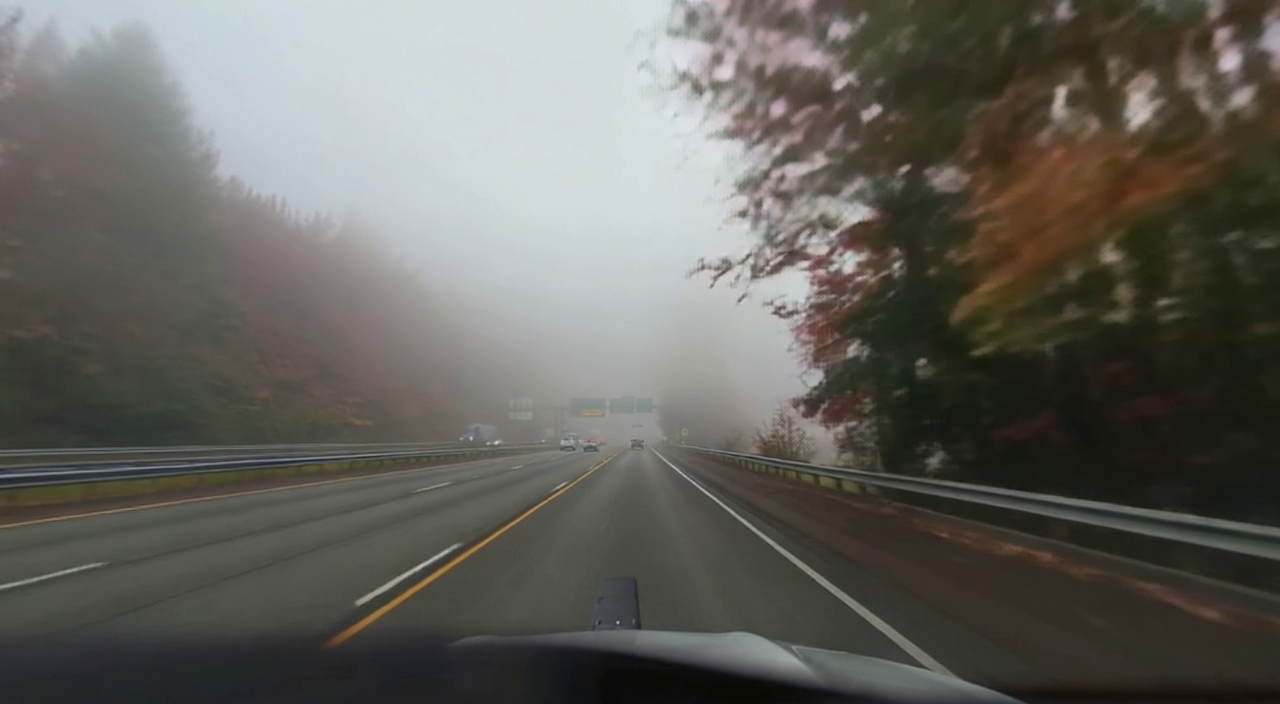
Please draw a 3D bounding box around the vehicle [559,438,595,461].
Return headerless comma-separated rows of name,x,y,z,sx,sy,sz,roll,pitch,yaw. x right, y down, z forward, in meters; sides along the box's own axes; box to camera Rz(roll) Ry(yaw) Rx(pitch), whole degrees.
vehicle,-4.347,6.790,44.035,2.004,1.497,4.260,0,-8,1
